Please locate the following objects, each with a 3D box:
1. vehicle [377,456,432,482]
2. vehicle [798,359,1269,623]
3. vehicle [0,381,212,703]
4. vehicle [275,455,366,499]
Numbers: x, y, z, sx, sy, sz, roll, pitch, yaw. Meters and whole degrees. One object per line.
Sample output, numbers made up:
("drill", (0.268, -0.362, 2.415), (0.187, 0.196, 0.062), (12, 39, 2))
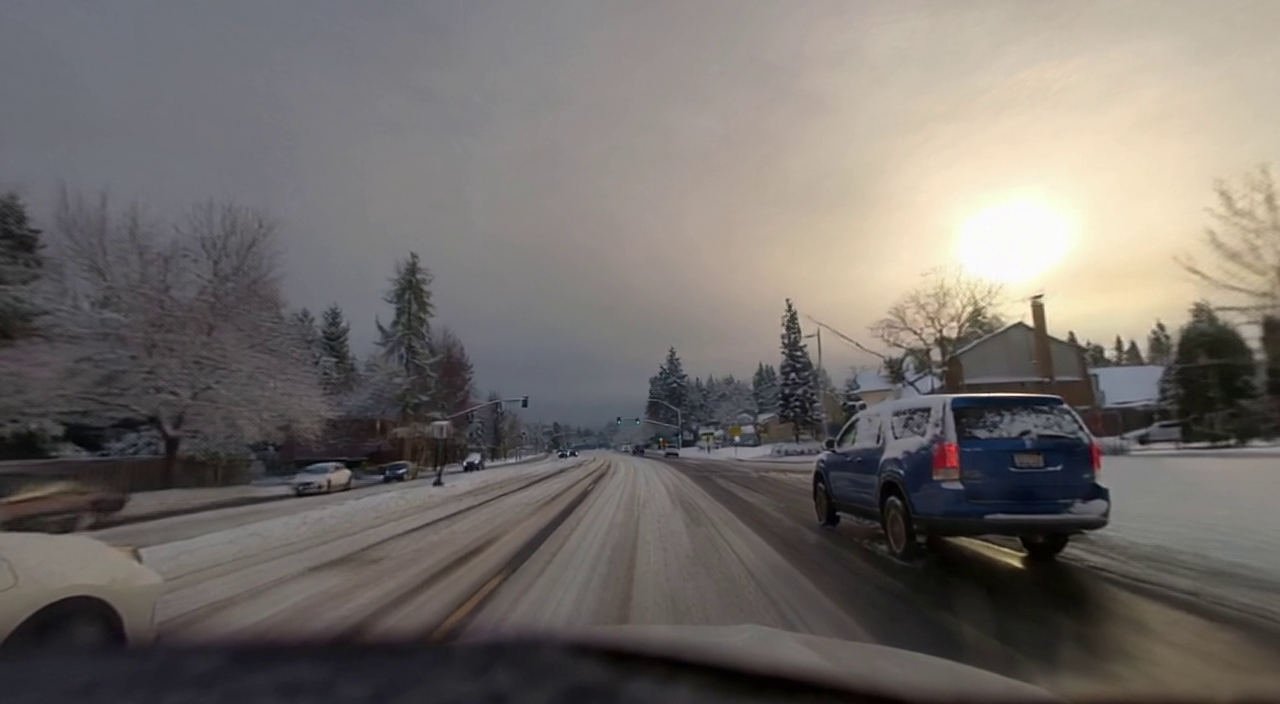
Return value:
("vehicle", (-15.083, 7.490, 40.657), (1.967, 1.512, 4.901), (0, -9, -4))
("vehicle", (3.789, 1.506, 7.830), (2.338, 2.063, 5.592), (-1, -9, 2))
("vehicle", (-3.574, 0.792, 1.375), (2.058, 1.659, 4.514), (0, -9, 0))
("vehicle", (-14.042, 5.460, 27.990), (1.954, 1.707, 4.410), (0, -9, -4))
